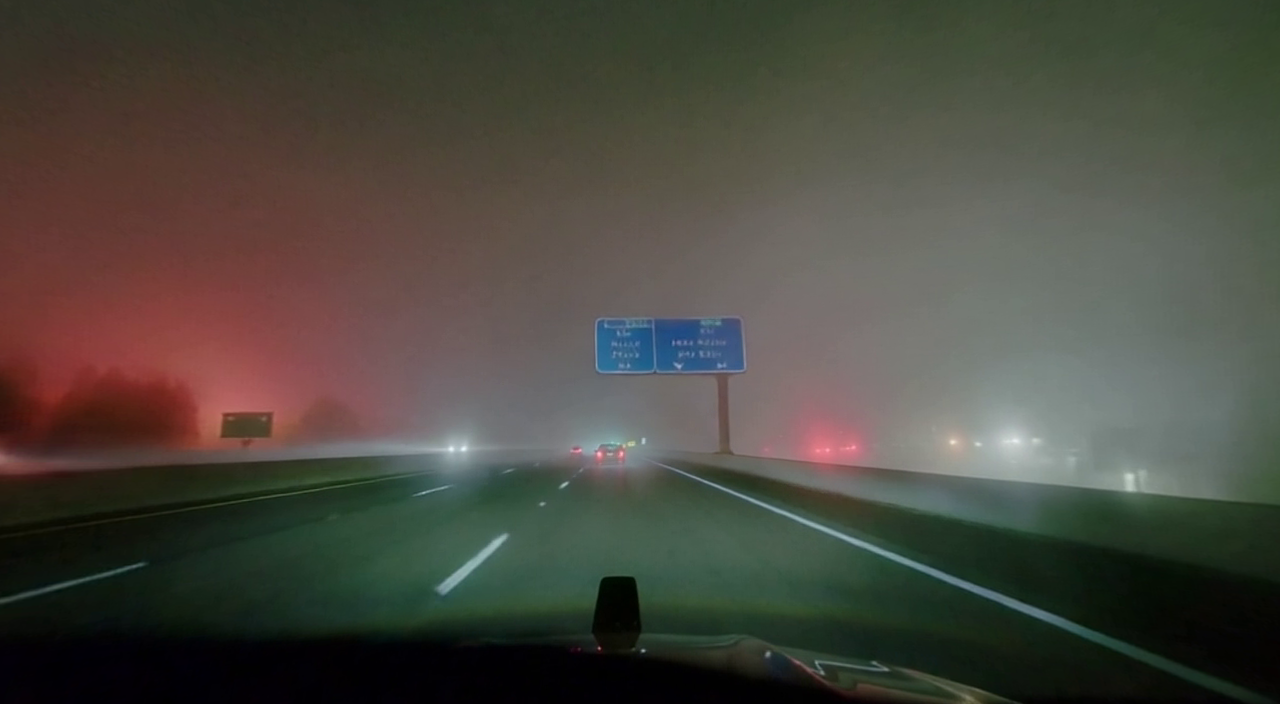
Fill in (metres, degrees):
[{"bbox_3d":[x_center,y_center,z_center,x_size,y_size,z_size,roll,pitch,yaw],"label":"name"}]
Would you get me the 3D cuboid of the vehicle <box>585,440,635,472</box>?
[{"bbox_3d":[-1.451,5.268,31.832,2.055,1.509,4.255,-1,-9,4],"label":"vehicle"}]
